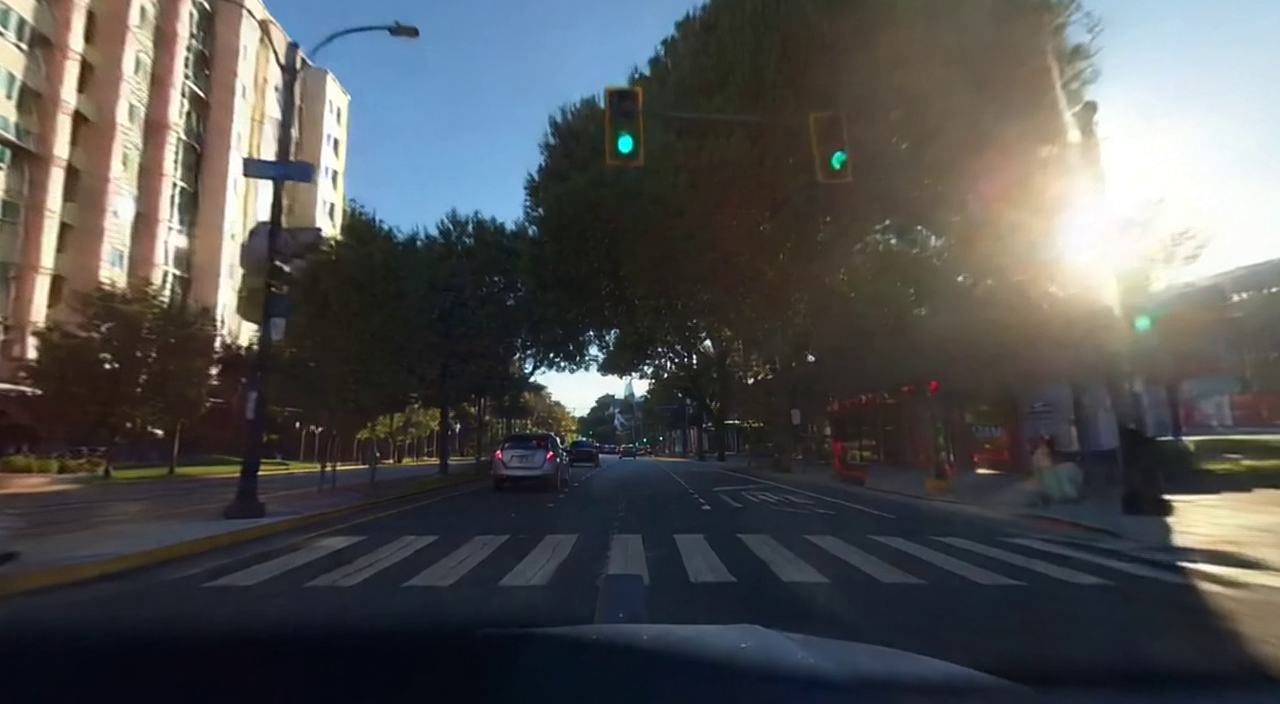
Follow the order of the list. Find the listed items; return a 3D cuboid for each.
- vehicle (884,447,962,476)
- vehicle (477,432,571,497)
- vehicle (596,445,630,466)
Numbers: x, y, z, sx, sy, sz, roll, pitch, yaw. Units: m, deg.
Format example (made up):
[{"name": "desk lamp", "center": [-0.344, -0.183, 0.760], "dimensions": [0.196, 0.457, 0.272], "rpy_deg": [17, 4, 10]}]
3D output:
[{"name": "vehicle", "center": [16.840, 6.540, 37.718], "dimensions": [3.757, 1.383, 1.817], "rpy_deg": [-2, -5, -3]}, {"name": "vehicle", "center": [-3.402, 3.401, 19.499], "dimensions": [2.116, 1.725, 4.315], "rpy_deg": [0, -8, 0]}, {"name": "vehicle", "center": [-2.027, 7.480, 45.755], "dimensions": [2.095, 1.438, 3.843], "rpy_deg": [1, -8, -8]}]
